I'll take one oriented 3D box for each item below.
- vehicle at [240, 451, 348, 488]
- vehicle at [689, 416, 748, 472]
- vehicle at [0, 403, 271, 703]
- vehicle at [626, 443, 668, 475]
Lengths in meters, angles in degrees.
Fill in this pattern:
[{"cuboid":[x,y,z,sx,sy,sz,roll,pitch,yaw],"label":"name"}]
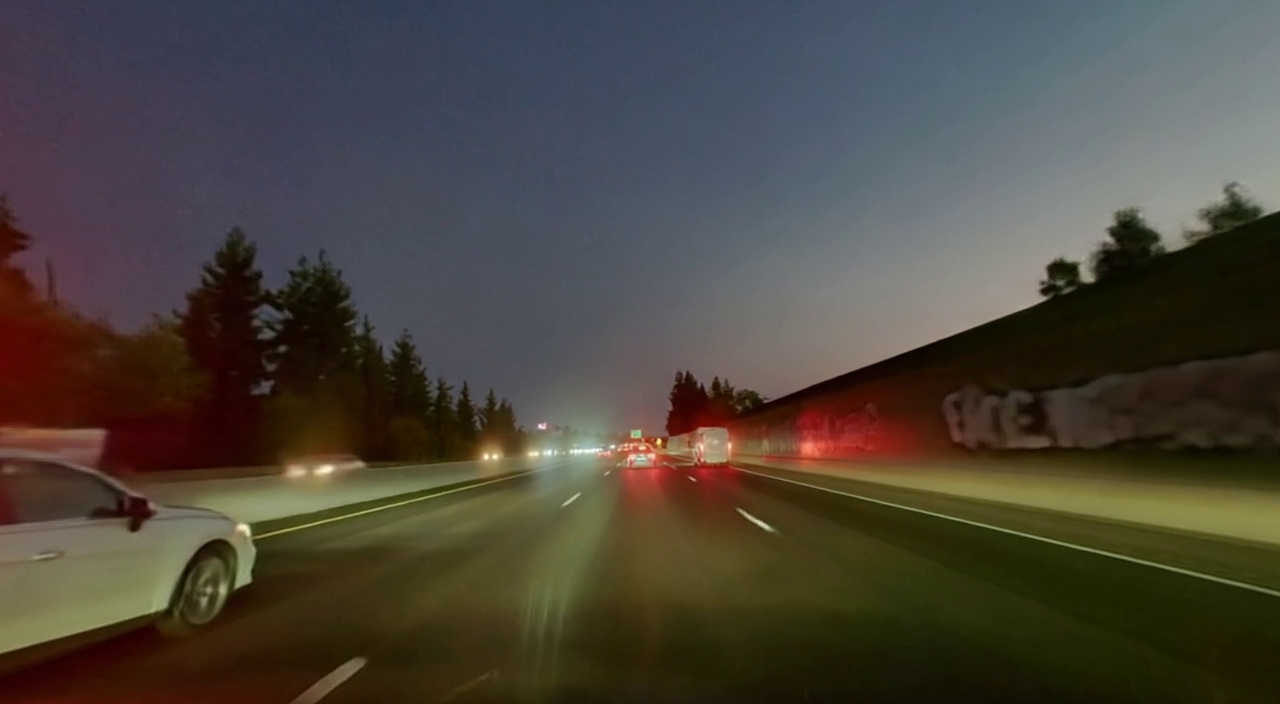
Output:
[{"cuboid":[-16.550,5.641,30.561,2.207,1.599,5.423,0,-9,0],"label":"vehicle"},{"cuboid":[4.426,5.362,36.621,2.549,2.931,6.310,0,-9,0],"label":"vehicle"},{"cuboid":[-3.715,0.899,2.336,2.023,1.444,4.379,0,-9,0],"label":"vehicle"},{"cuboid":[0.326,5.514,32.690,2.009,1.506,4.091,0,-9,0],"label":"vehicle"}]
